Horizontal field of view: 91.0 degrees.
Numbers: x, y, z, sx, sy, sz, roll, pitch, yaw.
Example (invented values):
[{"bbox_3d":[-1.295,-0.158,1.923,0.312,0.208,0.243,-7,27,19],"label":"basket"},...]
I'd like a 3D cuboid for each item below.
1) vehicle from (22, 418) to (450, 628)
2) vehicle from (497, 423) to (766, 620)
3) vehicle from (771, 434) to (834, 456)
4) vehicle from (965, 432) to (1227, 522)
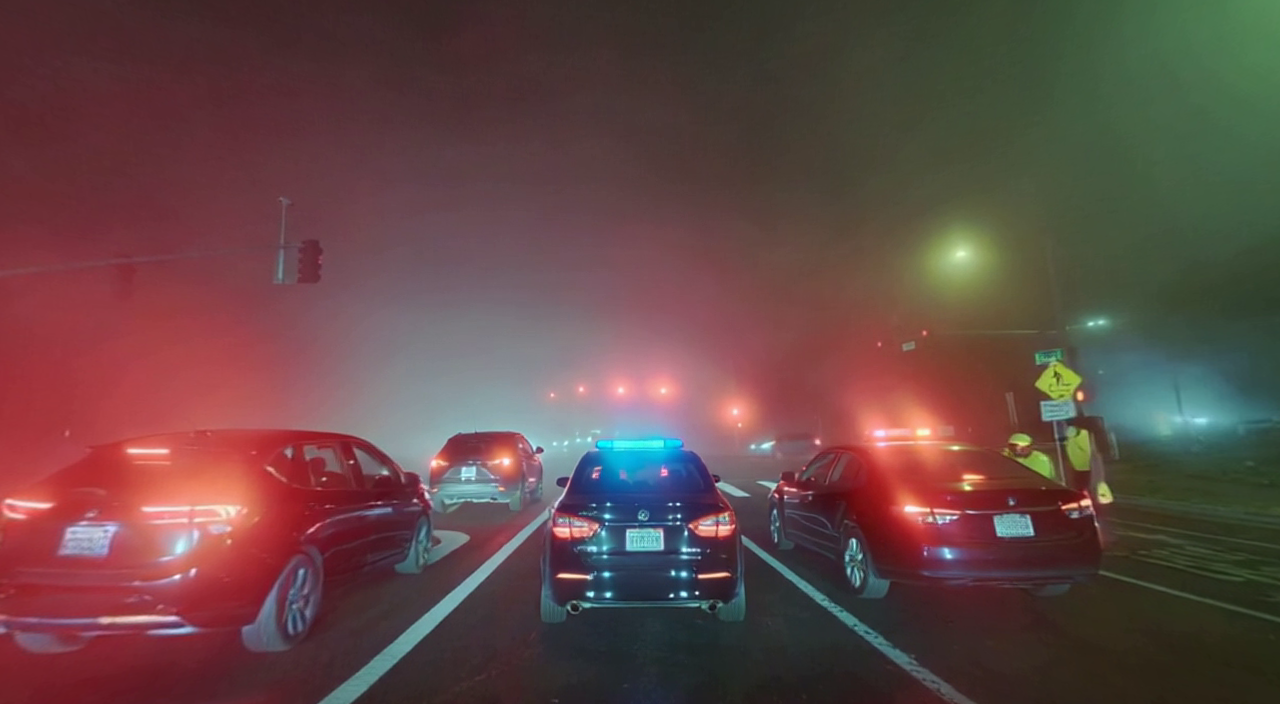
[{"bbox_3d":[-3.601,1.562,6.708,1.863,1.526,4.006,0,-9,0],"label":"vehicle"},{"bbox_3d":[-0.116,1.629,7.080,2.061,1.486,4.332,0,-8,-1],"label":"vehicle"},{"bbox_3d":[12.490,7.186,48.579,4.211,1.659,1.983,2,-9,-12],"label":"vehicle"},{"bbox_3d":[9.354,2.580,13.582,1.957,1.576,4.670,0,-9,-3],"label":"vehicle"}]
